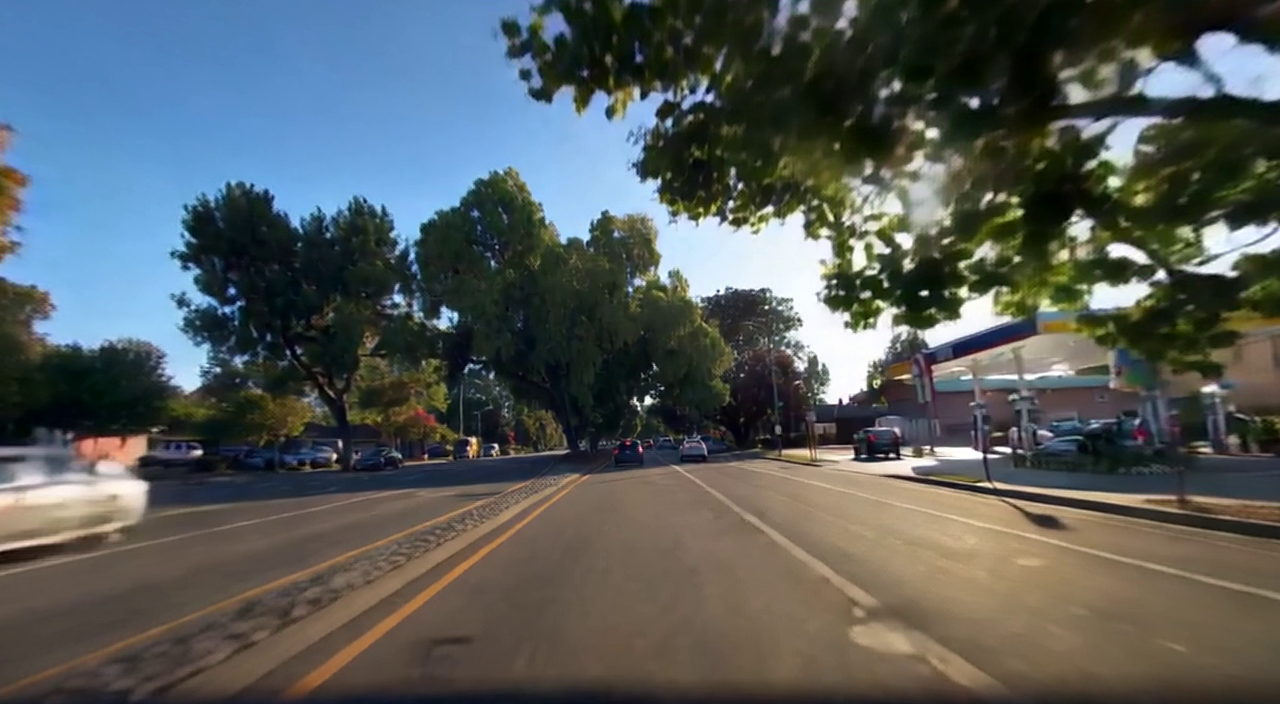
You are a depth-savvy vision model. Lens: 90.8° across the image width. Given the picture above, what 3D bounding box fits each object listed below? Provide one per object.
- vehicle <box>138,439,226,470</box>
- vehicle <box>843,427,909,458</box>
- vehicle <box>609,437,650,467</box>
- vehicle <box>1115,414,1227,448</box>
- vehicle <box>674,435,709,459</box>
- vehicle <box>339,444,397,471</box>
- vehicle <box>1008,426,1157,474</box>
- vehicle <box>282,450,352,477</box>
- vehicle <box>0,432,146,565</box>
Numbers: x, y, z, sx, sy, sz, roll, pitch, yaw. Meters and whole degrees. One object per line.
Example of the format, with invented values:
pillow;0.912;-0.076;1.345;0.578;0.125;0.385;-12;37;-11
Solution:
vehicle;-31.928;7.150;44.159;4.384;2.079;2.066;1;-9;-4
vehicle;15.269;5.908;41.264;2.368;1.868;4.724;0;-8;-1
vehicle;-0.552;5.326;33.739;2.052;1.488;3.779;0;-8;0
vehicle;33.627;5.100;40.274;2.355;2.034;5.438;0;-8;0
vehicle;4.067;7.353;49.120;2.117;1.757;4.969;-2;-9;12
vehicle;-18.908;7.351;44.126;2.004;1.758;4.594;0;-8;0
vehicle;15.252;3.423;22.175;2.001;1.479;4.696;0;-8;3
vehicle;-18.903;6.535;37.216;1.797;1.461;4.536;0;-8;0
vehicle;-9.244;1.892;8.207;2.121;1.677;4.324;0;-8;0
